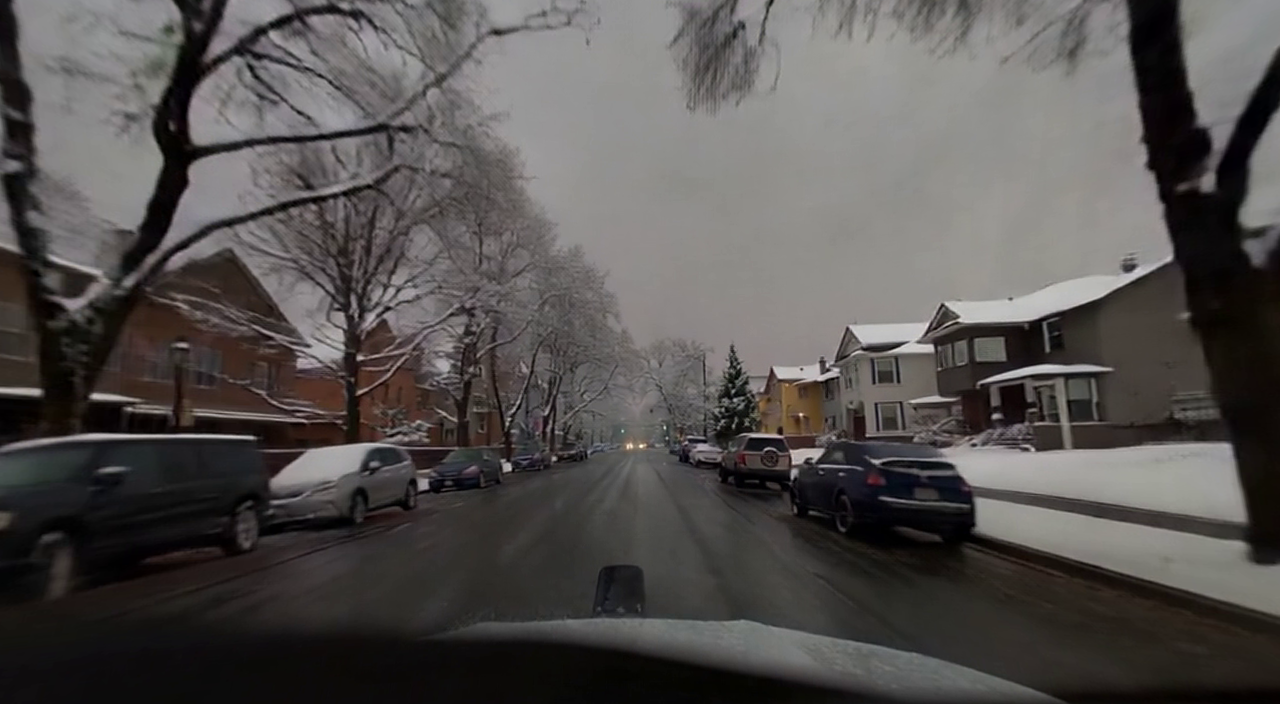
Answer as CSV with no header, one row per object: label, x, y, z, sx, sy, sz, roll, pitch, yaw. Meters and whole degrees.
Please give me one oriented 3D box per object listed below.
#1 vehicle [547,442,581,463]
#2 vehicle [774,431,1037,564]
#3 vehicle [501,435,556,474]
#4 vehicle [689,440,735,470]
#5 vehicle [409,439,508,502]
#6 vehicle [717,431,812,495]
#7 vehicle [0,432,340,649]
vehicle,-5.597,7.481,47.034,1.998,1.485,4.476,0,-8,0
vehicle,3.510,1.993,9.504,1.881,1.482,4.531,0,-8,-2
vehicle,-5.850,5.465,33.660,2.106,1.760,4.573,-4,-9,-1
vehicle,3.786,5.515,34.067,1.968,1.505,4.368,0,-8,0
vehicle,-5.818,3.791,20.801,1.901,1.475,4.425,-4,-5,0
vehicle,3.530,3.249,18.821,1.950,1.647,4.425,0,-8,0
vehicle,-5.748,1.800,7.202,2.169,1.574,5.016,-3,-8,1
